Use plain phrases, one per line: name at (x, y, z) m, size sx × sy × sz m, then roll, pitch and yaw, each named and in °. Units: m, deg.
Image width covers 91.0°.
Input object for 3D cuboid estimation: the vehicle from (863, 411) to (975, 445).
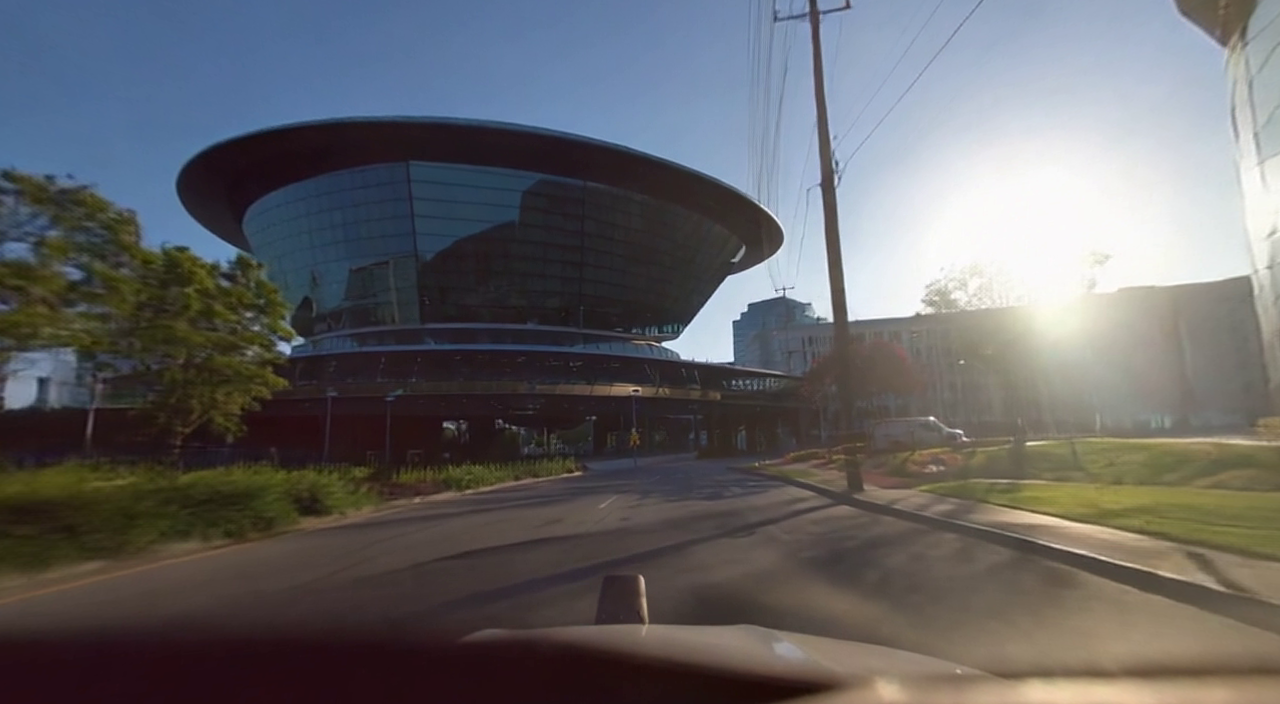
vehicle at (16.638, 4.617, 37.920) m, size 5.745 × 1.902 × 2.244 m, roll -2°, pitch -9°, yaw 13°
